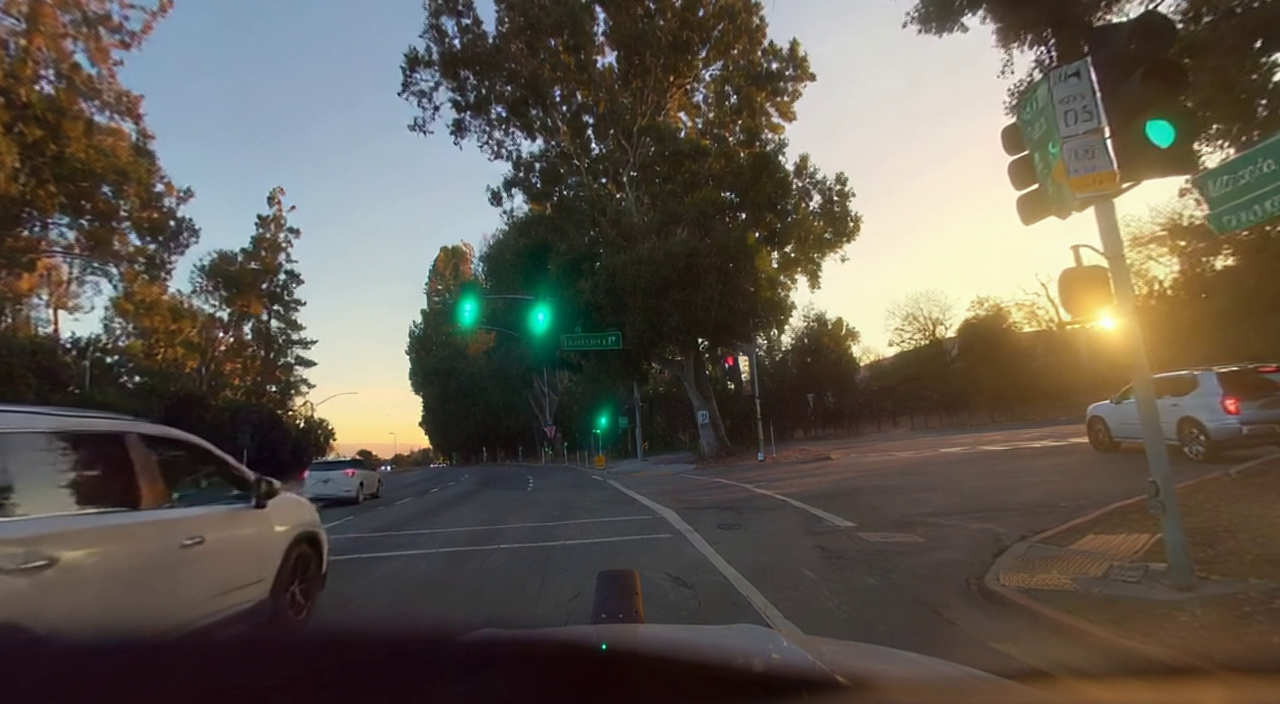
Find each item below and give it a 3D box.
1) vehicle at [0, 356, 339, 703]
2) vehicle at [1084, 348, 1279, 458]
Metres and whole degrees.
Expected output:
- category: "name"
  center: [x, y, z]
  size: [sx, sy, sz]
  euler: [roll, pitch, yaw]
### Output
- category: "vehicle"
  center: [-3.414, 0.966, 2.838]
  size: [2.134, 1.707, 4.471]
  euler: [0, -9, -4]
- category: "vehicle"
  center: [10.667, 1.088, 11.767]
  size: [1.855, 1.669, 4.529]
  euler: [-1, -9, 6]
